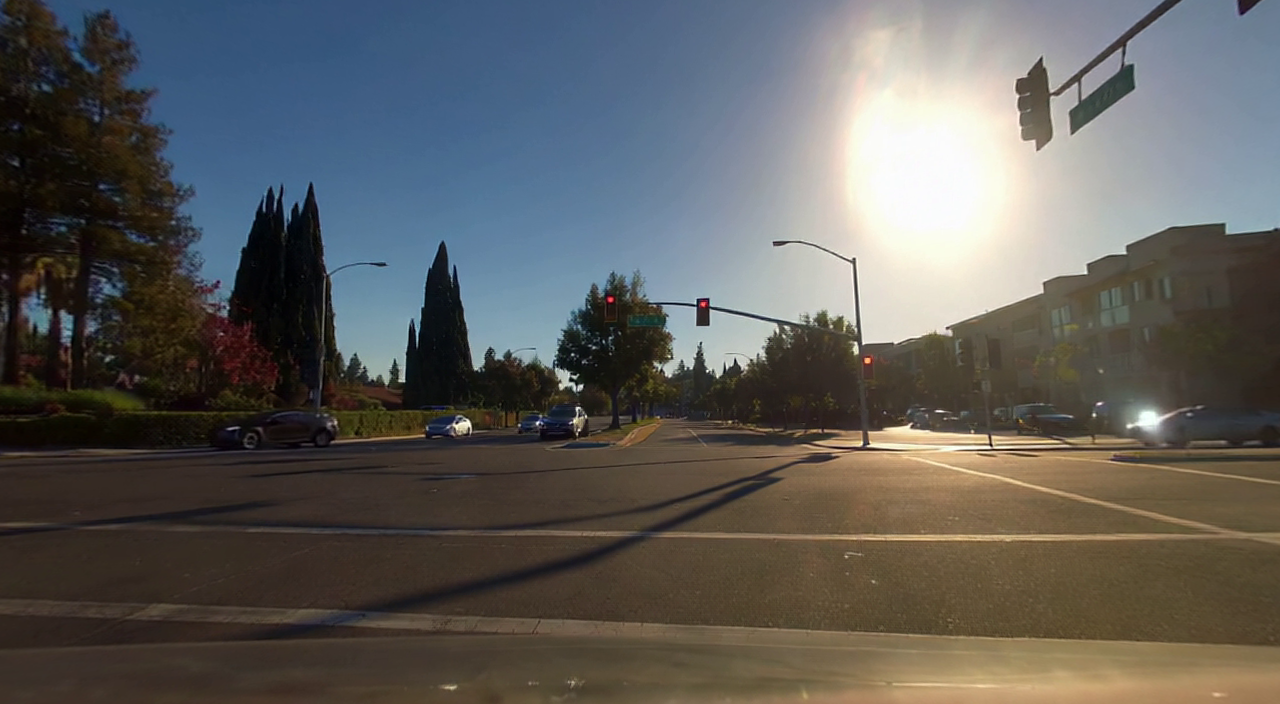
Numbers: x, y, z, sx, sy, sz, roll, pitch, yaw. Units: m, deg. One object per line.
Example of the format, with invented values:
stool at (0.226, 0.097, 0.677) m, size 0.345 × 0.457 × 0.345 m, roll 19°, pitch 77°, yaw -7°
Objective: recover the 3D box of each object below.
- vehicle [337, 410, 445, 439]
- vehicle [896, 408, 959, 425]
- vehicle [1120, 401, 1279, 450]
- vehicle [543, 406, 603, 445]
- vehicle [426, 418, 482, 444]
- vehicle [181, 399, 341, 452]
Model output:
vehicle at (-17.133, 5.100, 43.761) m, size 6.496 × 1.847 × 2.164 m, roll 8°, pitch -12°, yaw -42°
vehicle at (21.999, 4.940, 48.442) m, size 3.933 × 1.219 × 1.700 m, roll -1°, pitch -9°, yaw 3°
vehicle at (20.037, 2.625, 22.287) m, size 4.454 × 1.643 × 1.809 m, roll -1°, pitch -9°, yaw 9°
vehicle at (-3.473, 4.012, 33.915) m, size 2.306 × 1.907 × 5.382 m, roll -1°, pitch -9°, yaw 4°
vehicle at (-11.414, 4.940, 39.134) m, size 1.899 × 1.510 × 4.294 m, roll -1°, pitch -8°, yaw 4°
vehicle at (-15.066, 3.053, 25.478) m, size 2.340 × 1.902 × 4.920 m, roll -5°, pitch -10°, yaw 27°
